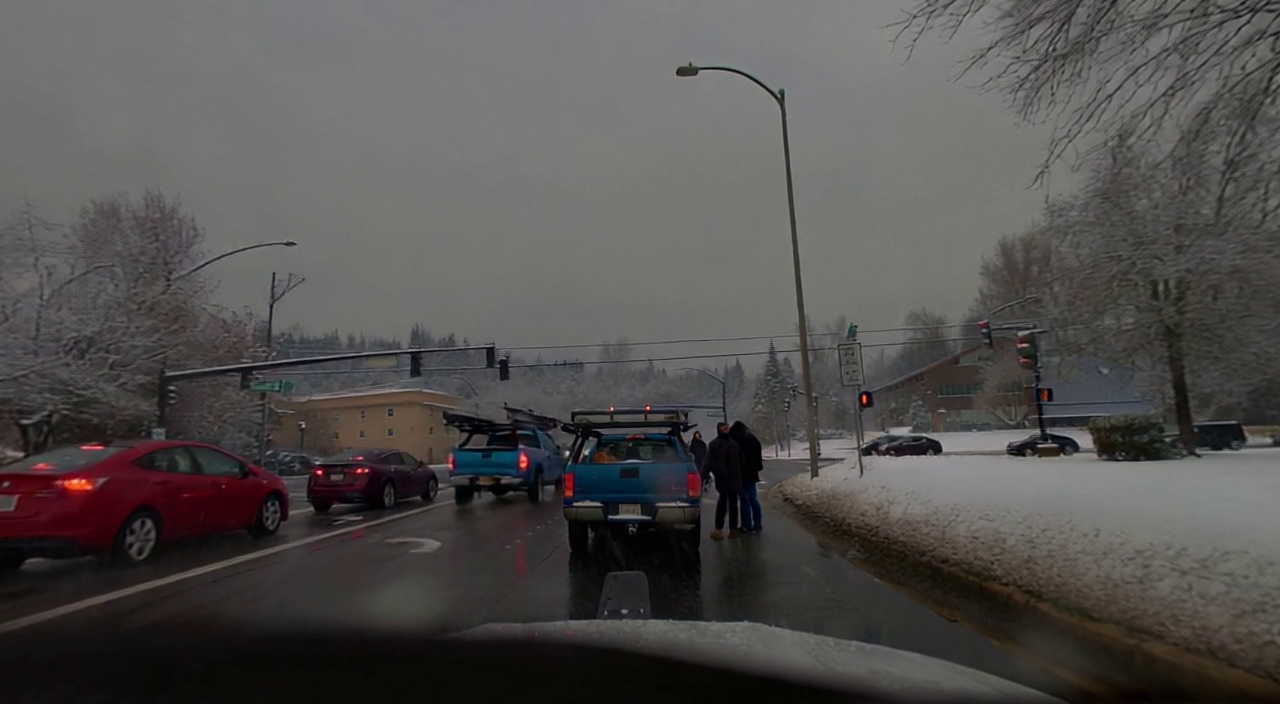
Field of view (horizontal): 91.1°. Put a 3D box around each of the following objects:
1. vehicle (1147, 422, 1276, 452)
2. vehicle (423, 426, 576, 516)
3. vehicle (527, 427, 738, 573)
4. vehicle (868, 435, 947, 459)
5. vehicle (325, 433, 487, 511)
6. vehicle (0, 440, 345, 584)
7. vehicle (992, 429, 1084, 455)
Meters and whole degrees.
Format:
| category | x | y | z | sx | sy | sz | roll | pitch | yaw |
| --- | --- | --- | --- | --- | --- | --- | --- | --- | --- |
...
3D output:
| category | x | y | z | sx | sy | sz | roll | pitch | yaw |
| --- | --- | --- | --- | --- | --- | --- | --- | --- | --- |
| vehicle | 30.536 | 4.602 | 33.784 | 4.739 | 1.472 | 1.804 | -5 | -10 | 30 |
| vehicle | -3.108 | 2.796 | 15.358 | 2.273 | 1.788 | 5.258 | -1 | -9 | 3 |
| vehicle | -0.051 | 1.857 | 8.670 | 2.182 | 1.501 | 4.150 | 0 | -9 | 1 |
| vehicle | 17.509 | 6.215 | 41.123 | 4.441 | 1.452 | 1.798 | -5 | -10 | 30 |
| vehicle | -6.153 | 3.214 | 17.423 | 2.230 | 1.811 | 5.183 | -1 | -9 | 3 |
| vehicle | -6.331 | 2.063 | 9.004 | 1.948 | 1.530 | 4.283 | 0 | -9 | 3 |
| vehicle | 23.821 | 5.436 | 37.737 | 4.454 | 1.440 | 1.816 | -5 | -10 | 30 |
